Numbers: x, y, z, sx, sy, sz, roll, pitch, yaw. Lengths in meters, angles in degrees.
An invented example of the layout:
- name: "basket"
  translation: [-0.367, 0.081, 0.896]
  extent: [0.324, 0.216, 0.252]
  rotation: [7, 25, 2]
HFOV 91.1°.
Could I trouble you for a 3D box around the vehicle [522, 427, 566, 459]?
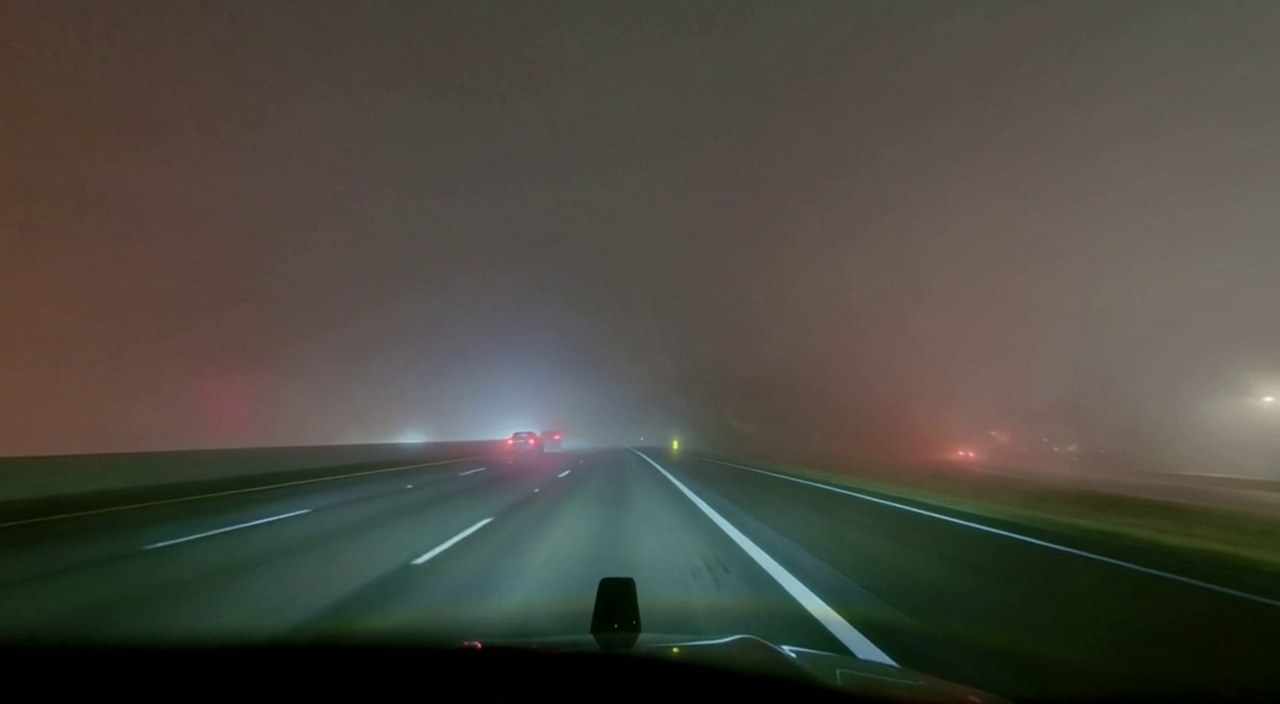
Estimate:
- name: "vehicle"
  translation: [-5.577, 5.348, 37.070]
  extent: [2.007, 1.727, 4.040]
  rotation: [0, -8, -1]
